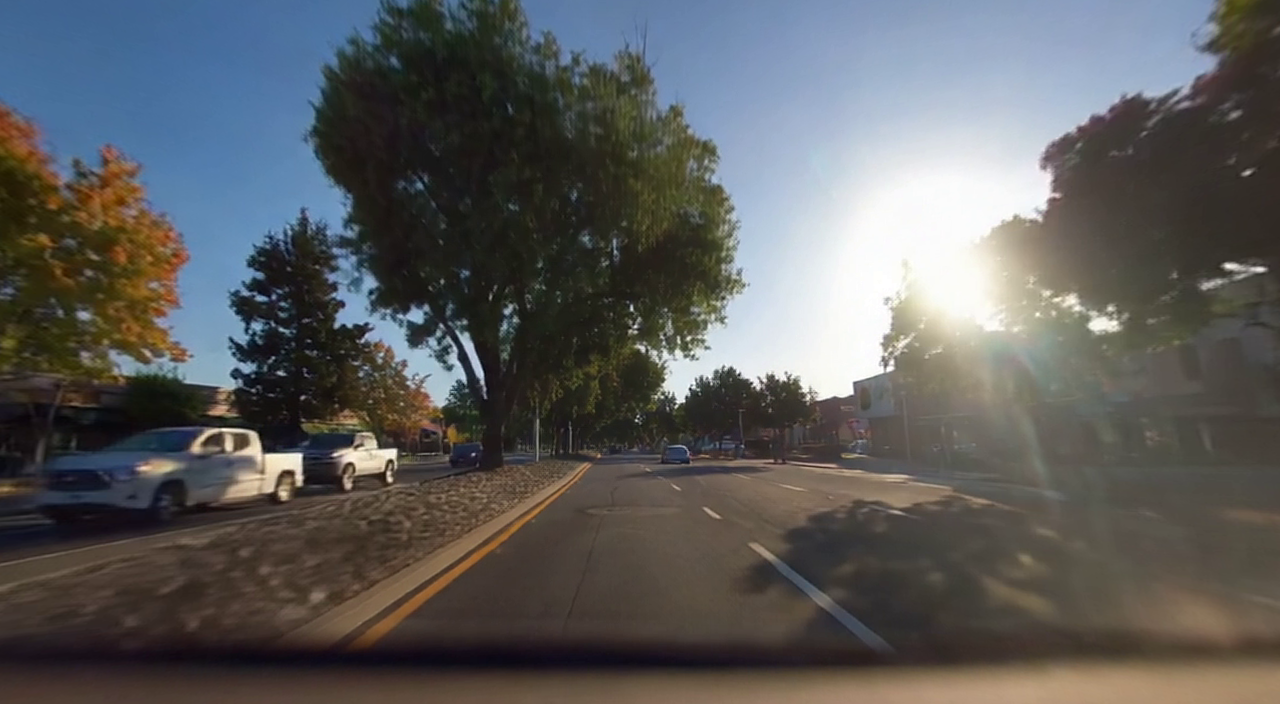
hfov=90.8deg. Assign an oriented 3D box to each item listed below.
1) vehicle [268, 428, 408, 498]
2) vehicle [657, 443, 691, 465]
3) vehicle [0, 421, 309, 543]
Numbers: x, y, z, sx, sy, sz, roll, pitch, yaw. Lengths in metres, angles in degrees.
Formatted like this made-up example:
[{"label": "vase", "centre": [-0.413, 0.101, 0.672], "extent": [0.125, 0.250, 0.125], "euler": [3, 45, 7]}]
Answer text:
[{"label": "vehicle", "centre": [-8.846, 3.248, 19.142], "extent": [2.016, 1.766, 5.155], "euler": [-1, -7, -4]}, {"label": "vehicle", "centre": [2.457, 7.557, 46.960], "extent": [1.913, 1.473, 4.360], "euler": [0, -9, -4]}, {"label": "vehicle", "centre": [-8.556, 2.207, 11.826], "extent": [2.183, 1.769, 4.972], "euler": [0, -7, -2]}]
